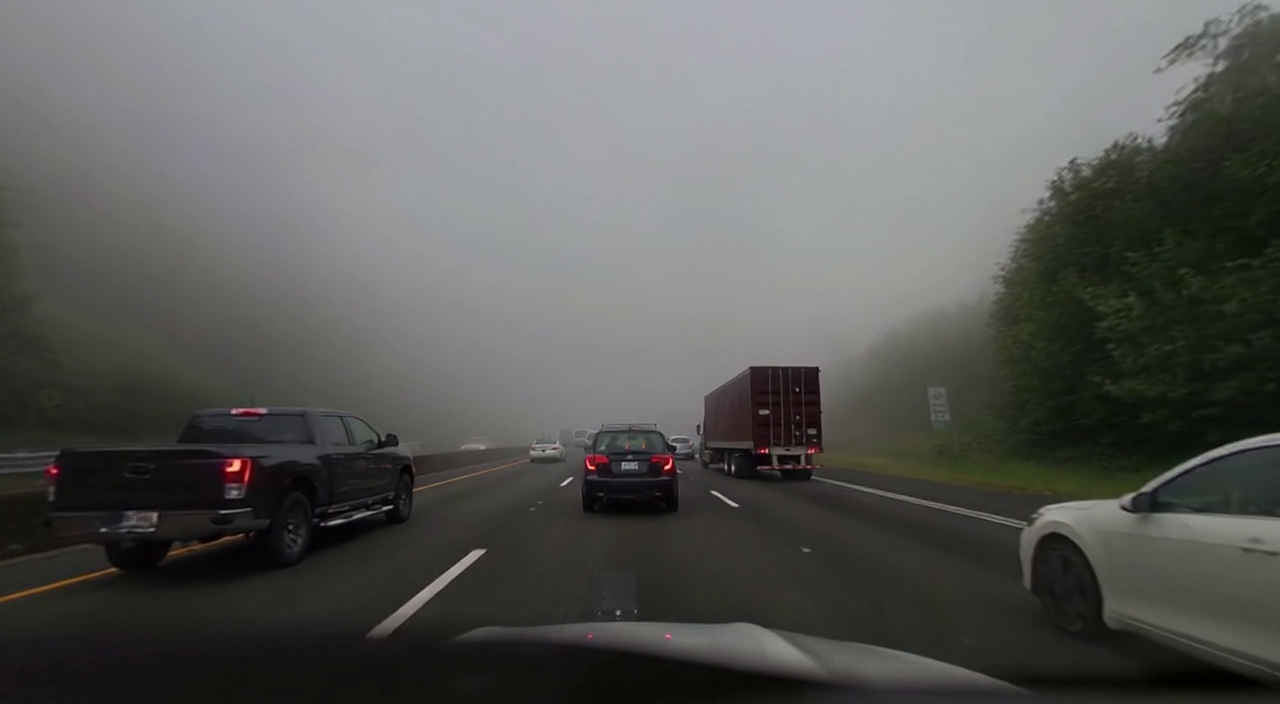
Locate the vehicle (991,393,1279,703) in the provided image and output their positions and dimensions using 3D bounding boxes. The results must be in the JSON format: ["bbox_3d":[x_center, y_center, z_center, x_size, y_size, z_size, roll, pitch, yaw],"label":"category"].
[{"bbox_3d":[3.542,0.910,2.530,1.951,1.477,3.963,0,-8,0],"label":"vehicle"}]

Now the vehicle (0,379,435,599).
[{"bbox_3d":[-4.278,1.425,7.514,2.101,1.767,4.702,0,-8,-1],"label":"vehicle"}]

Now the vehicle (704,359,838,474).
[{"bbox_3d":[5.437,3.273,29.843,2.888,4.135,14.071,0,-8,-2],"label":"vehicle"}]

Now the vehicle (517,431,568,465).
[{"bbox_3d":[-4.928,4.883,32.256,1.971,1.648,3.983,0,-8,0],"label":"vehicle"}]

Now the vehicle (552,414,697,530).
[{"bbox_3d":[-0.254,1.992,11.047,2.083,1.647,3.799,0,-8,-1],"label":"vehicle"}]
